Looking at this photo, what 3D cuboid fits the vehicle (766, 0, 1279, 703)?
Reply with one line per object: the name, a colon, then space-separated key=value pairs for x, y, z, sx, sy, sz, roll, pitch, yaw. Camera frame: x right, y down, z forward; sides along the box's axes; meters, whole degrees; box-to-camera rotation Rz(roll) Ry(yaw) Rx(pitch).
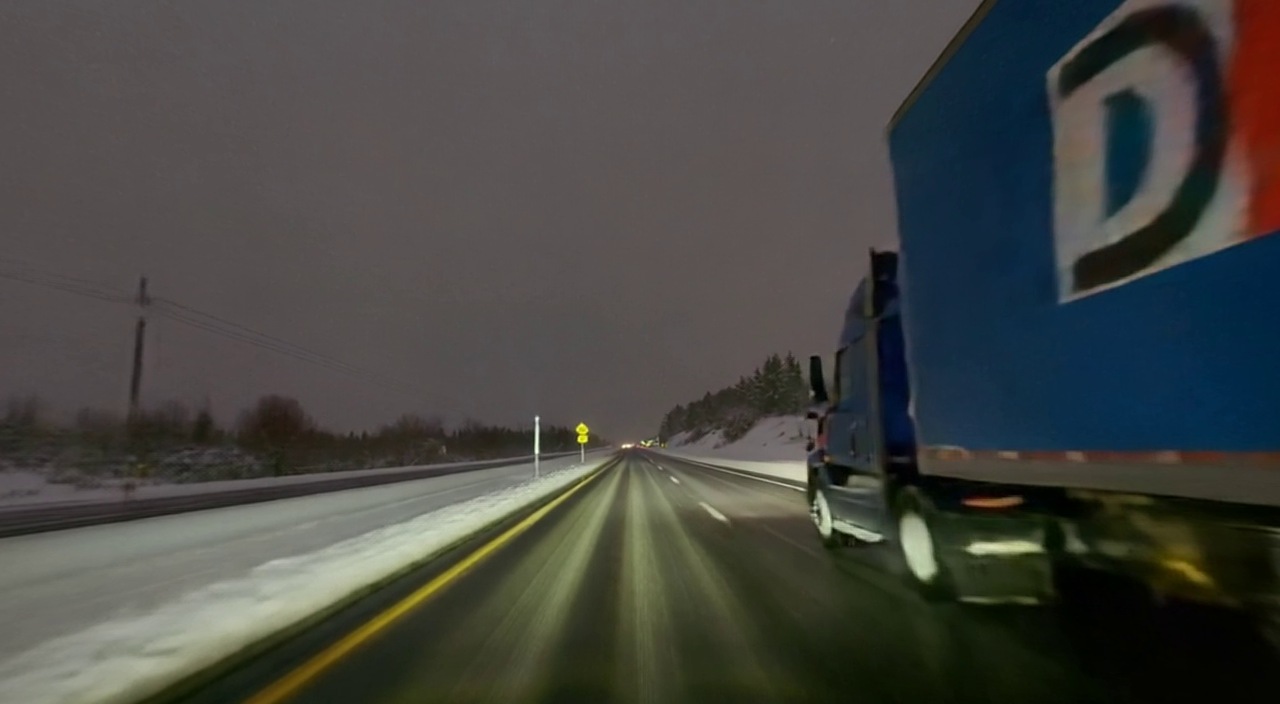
vehicle: x=3.648 y=-0.272 z=4.543 sx=3.172 sy=4.080 sz=10.974 roll=0 pitch=-10 yaw=0
